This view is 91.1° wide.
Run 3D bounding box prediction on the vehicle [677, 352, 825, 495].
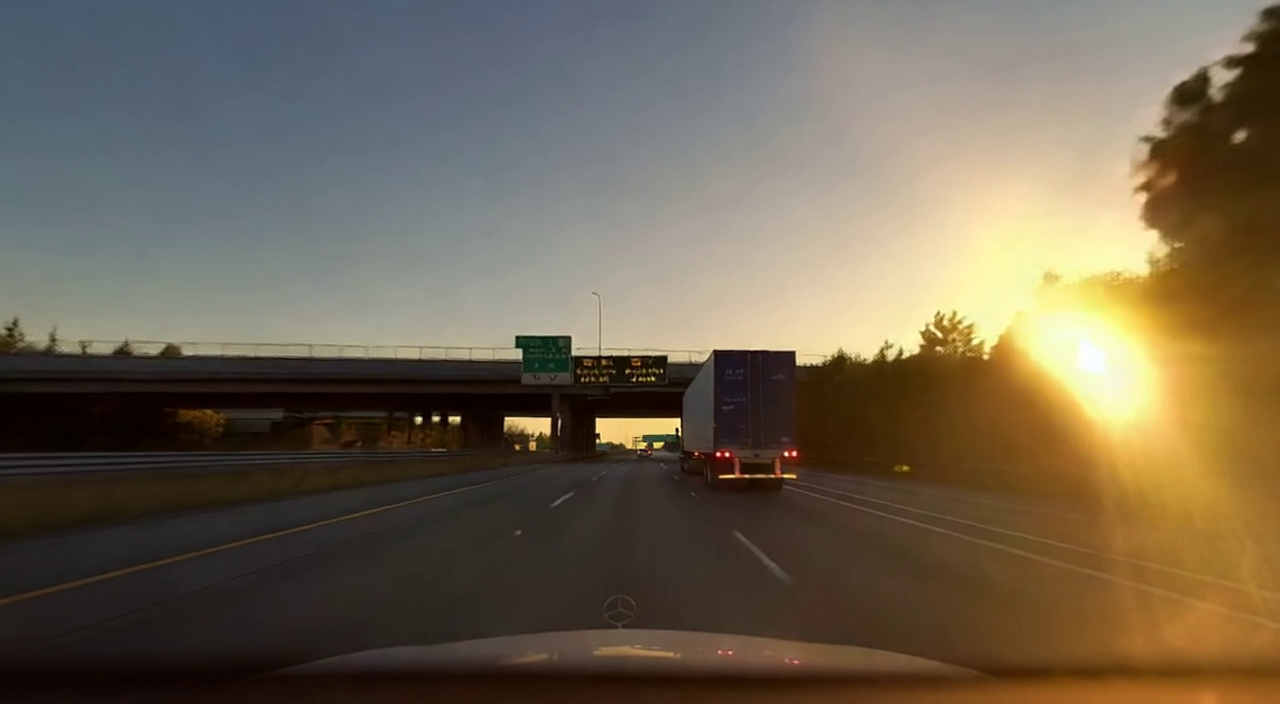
[{"bbox_3d":[3.531,3.091,24.926,3.244,4.020,14.561,0,-9,0],"label":"vehicle"}]
